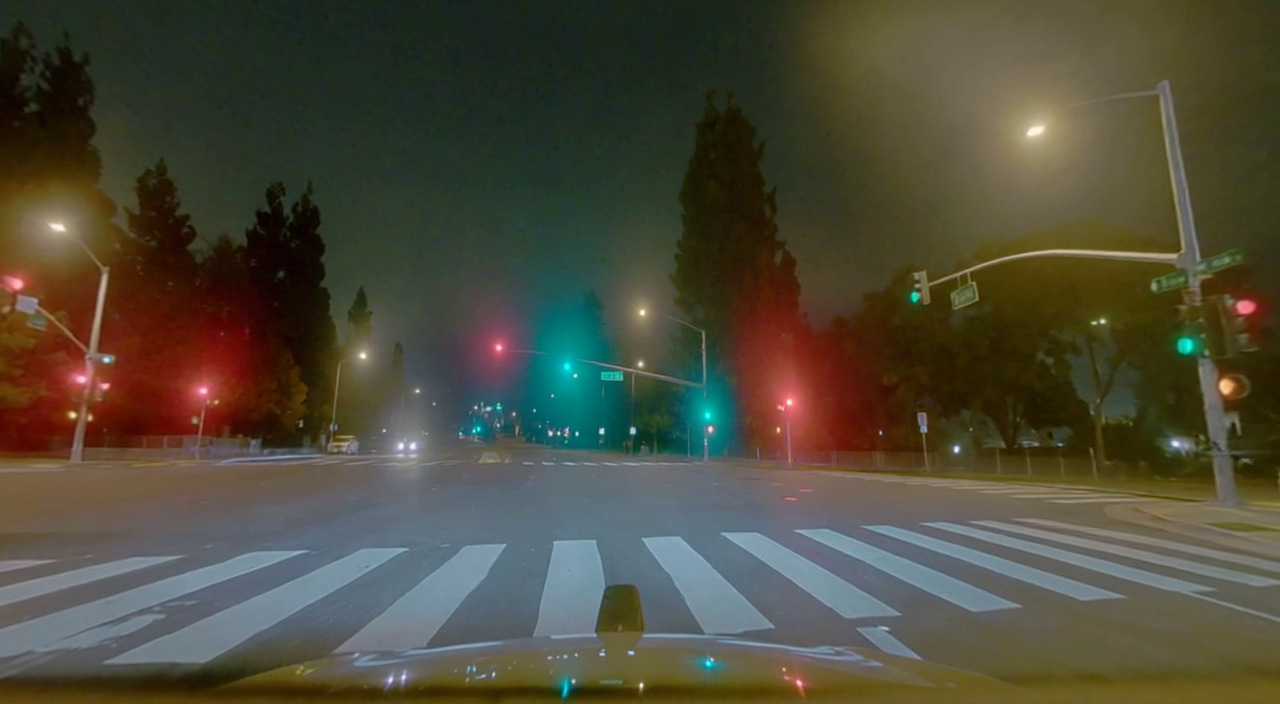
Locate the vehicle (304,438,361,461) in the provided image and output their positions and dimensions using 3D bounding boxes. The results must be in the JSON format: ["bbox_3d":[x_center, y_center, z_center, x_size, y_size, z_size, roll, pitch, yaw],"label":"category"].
[{"bbox_3d":[-19.778,6.297,40.865,1.918,1.432,4.433,1,-9,-7],"label":"vehicle"}]
